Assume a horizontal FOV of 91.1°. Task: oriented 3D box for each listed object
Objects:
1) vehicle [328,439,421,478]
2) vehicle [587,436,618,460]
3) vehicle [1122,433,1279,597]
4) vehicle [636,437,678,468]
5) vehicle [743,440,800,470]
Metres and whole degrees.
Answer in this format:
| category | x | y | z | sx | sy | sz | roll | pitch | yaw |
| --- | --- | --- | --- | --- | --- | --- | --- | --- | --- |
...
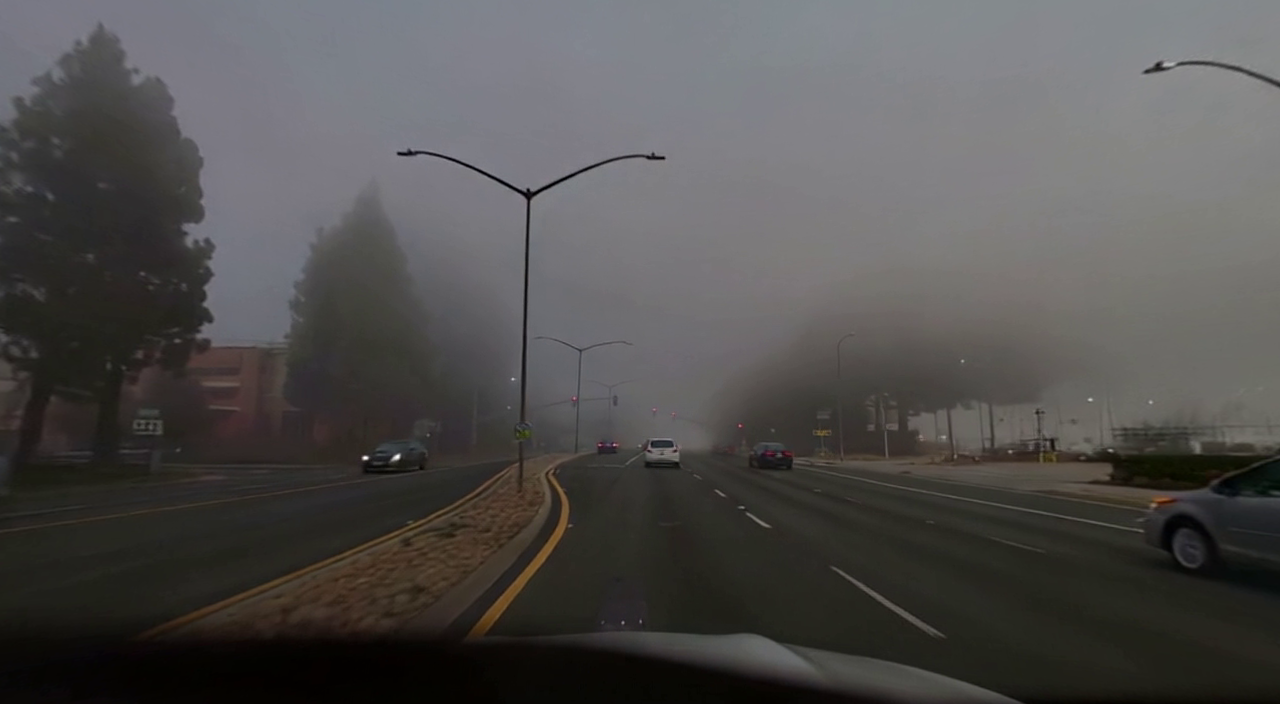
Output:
| category | x | y | z | sx | sy | sz | roll | pitch | yaw |
| --- | --- | --- | --- | --- | --- | --- | --- | --- | --- |
| vehicle | -11.124 | 4.478 | 26.679 | 1.984 | 1.472 | 4.487 | 0 | -8 | 0 |
| vehicle | -2.624 | 6.767 | 44.150 | 2.074 | 1.575 | 4.326 | 0 | -8 | -4 |
| vehicle | 6.847 | 1.395 | 5.112 | 1.975 | 1.488 | 4.798 | 0 | -8 | -1 |
| vehicle | 0.817 | 5.293 | 33.240 | 1.971 | 1.479 | 4.493 | 0 | -8 | -1 |
| vehicle | 6.910 | 5.442 | 33.466 | 1.918 | 1.484 | 4.456 | 0 | -8 | -2 |
